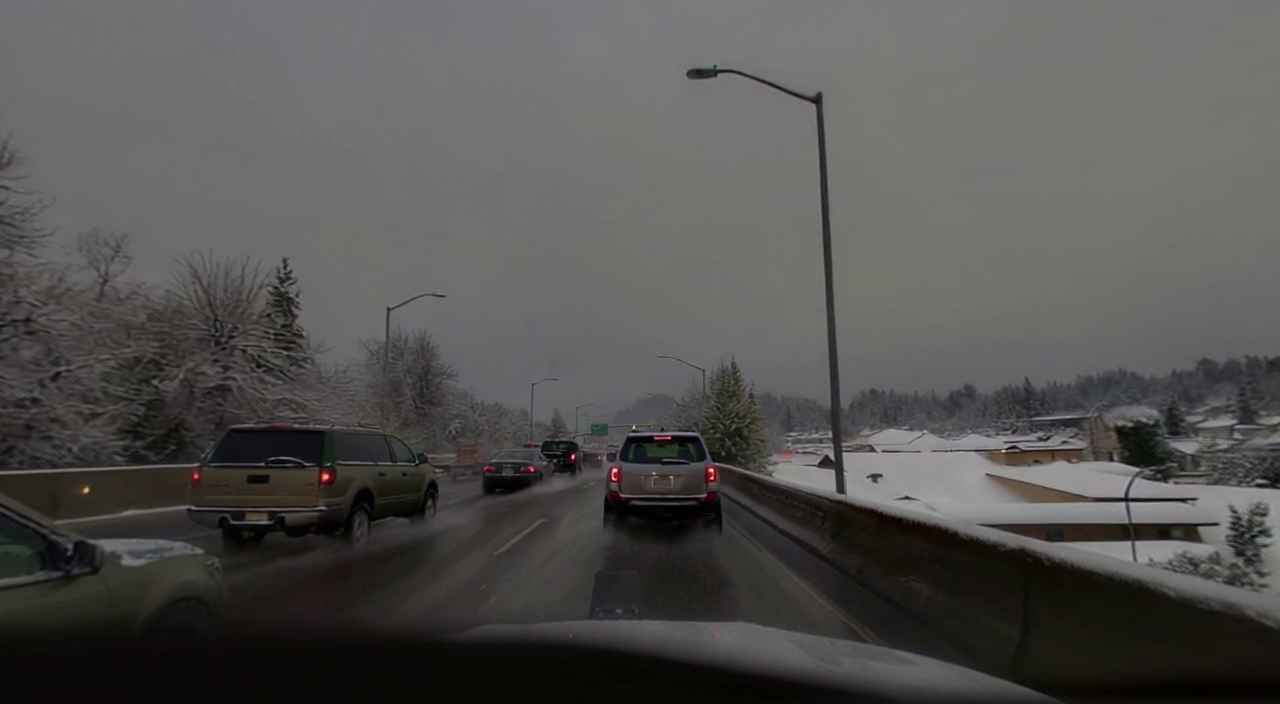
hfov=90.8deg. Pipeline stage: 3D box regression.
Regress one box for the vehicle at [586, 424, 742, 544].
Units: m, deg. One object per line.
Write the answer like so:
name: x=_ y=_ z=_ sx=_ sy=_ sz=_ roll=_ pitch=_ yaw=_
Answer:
vehicle: x=0.414 y=2.251 z=11.411 sx=2.235 sy=1.716 sz=4.435 roll=-1 pitch=-9 yaw=2

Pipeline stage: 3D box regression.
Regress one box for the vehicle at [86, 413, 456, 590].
vehicle: x=-4.247 y=1.777 z=8.370 sx=2.076 sy=1.688 sz=4.334 roll=-1 pitch=-9 yaw=3

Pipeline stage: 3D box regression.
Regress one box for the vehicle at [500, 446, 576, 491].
vehicle: x=-3.620 y=4.220 z=23.235 sx=1.868 sy=1.470 sz=4.105 roll=-1 pitch=-9 yaw=4
